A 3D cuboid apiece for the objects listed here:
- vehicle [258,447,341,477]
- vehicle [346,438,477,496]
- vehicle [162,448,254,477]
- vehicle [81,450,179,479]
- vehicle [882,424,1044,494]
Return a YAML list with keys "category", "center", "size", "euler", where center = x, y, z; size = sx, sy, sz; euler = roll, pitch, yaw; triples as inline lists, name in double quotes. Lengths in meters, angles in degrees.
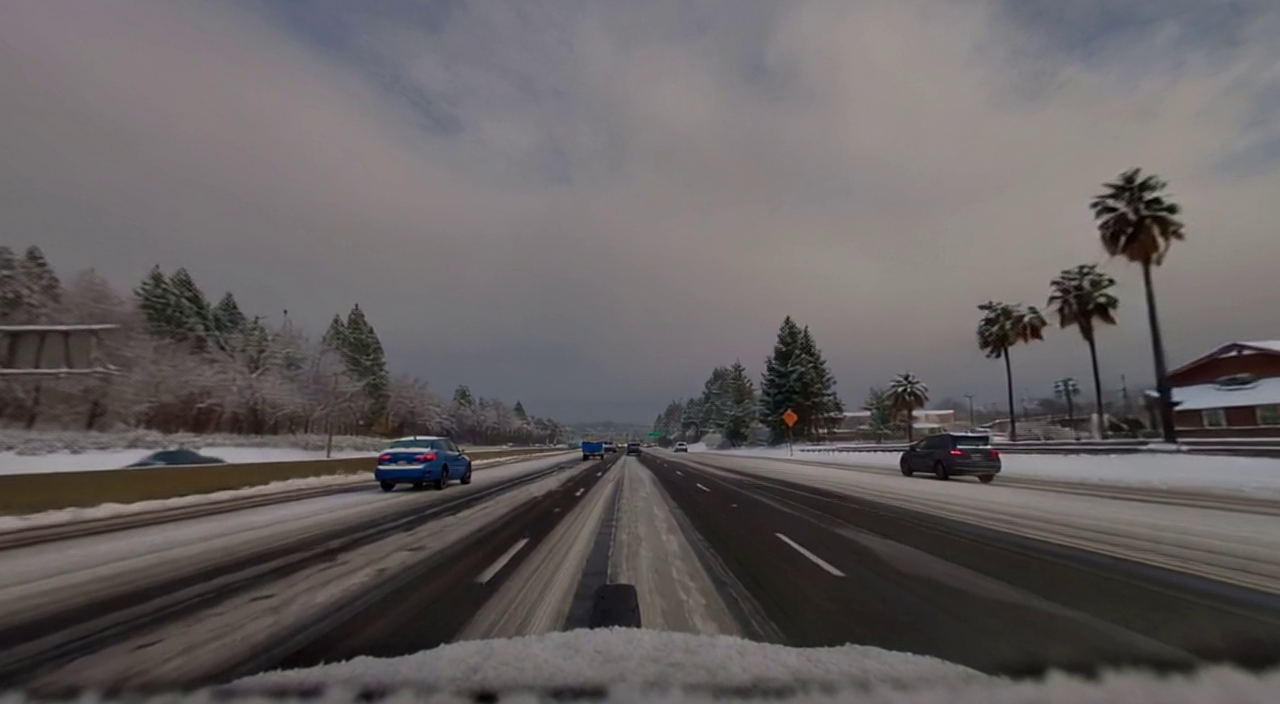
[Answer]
- category: "vehicle"
  center: [-17.468, 5.638, 32.683]
  size: [1.836, 1.447, 4.431]
  euler: [0, -9, 0]
- category: "vehicle"
  center: [-6.562, 3.371, 18.887]
  size: [2.018, 1.480, 4.999]
  euler: [0, -9, 0]
- category: "vehicle"
  center: [-24.397, 6.243, 35.926]
  size: [1.972, 1.510, 4.662]
  euler: [0, -9, 0]
- category: "vehicle"
  center: [-27.736, 6.106, 34.530]
  size: [1.833, 1.493, 4.216]
  euler: [0, -9, -1]
- category: "vehicle"
  center: [9.211, 3.103, 18.590]
  size: [2.168, 1.792, 4.457]
  euler: [0, -9, -4]
